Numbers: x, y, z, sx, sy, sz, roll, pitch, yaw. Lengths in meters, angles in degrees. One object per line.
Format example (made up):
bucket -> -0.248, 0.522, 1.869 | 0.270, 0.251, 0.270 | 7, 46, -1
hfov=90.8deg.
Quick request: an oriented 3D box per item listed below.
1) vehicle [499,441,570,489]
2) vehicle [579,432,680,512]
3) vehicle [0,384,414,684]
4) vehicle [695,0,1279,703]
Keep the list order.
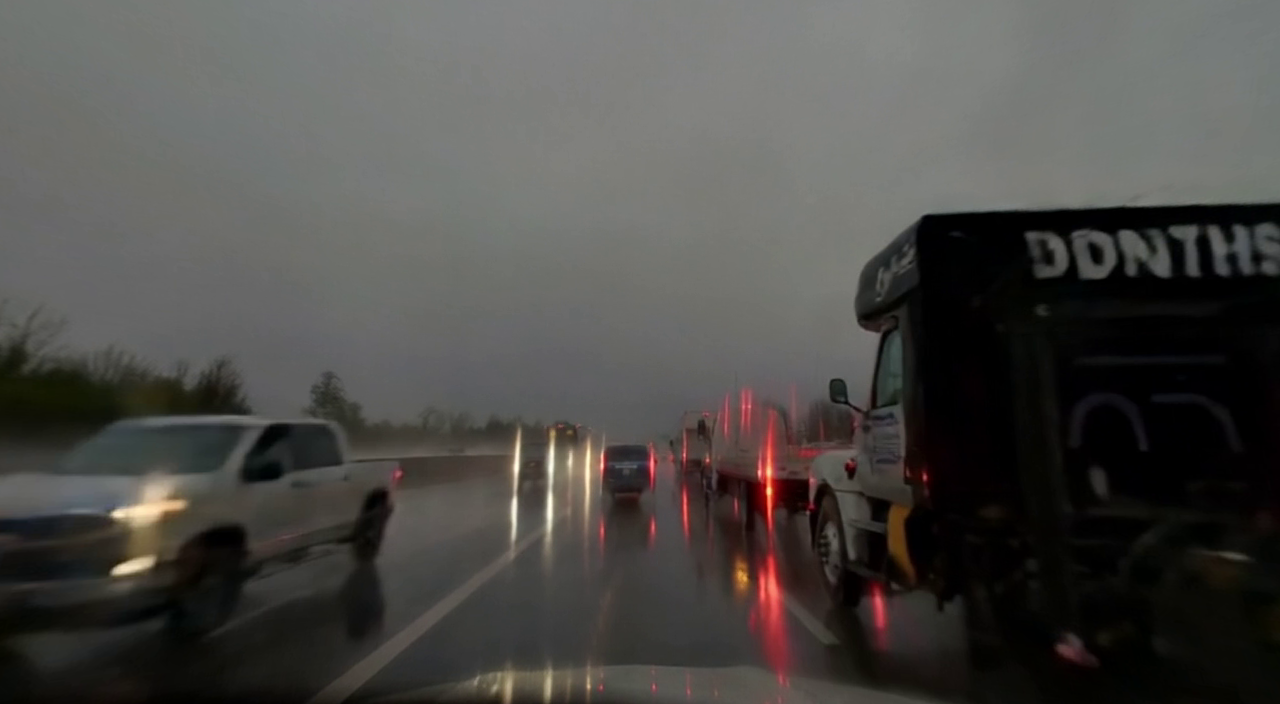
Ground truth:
vehicle -> -4.048, 4.409, 24.914 | 2.074, 1.717, 4.089 | 0, -9, 1
vehicle -> -0.258, 2.960, 15.970 | 2.201, 1.719, 4.058 | 0, -9, -1
vehicle -> -3.908, 1.383, 5.859 | 1.986, 1.733, 4.209 | 0, -9, 1
vehicle -> 2.973, 0.597, 8.792 | 2.934, 4.123, 15.785 | 0, -9, 0
